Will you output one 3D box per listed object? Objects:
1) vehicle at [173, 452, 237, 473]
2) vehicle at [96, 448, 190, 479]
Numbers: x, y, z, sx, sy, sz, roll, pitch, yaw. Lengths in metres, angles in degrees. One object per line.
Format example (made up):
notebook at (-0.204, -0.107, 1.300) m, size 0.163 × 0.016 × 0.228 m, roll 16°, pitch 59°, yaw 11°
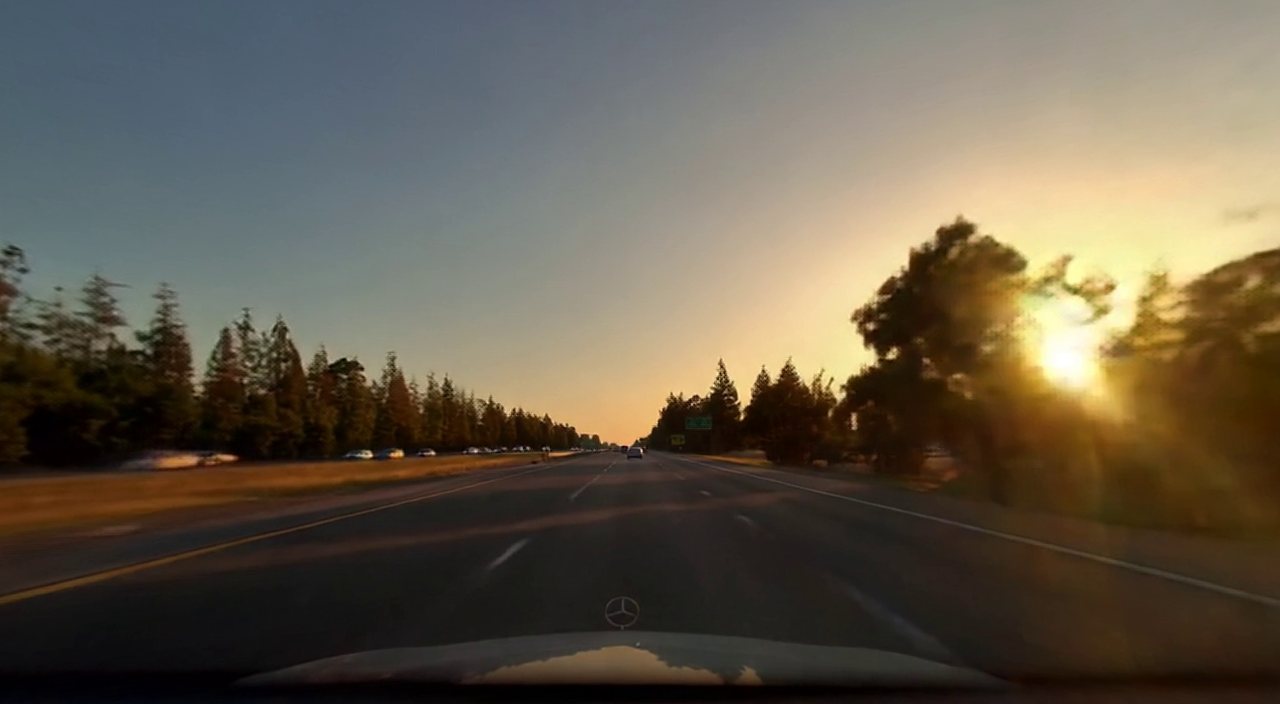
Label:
vehicle at (-32.606, 8.272, 47.502) m, size 1.805 × 1.464 × 4.189 m, roll 0°, pitch -9°, yaw 0°
vehicle at (-28.342, 6.342, 36.240) m, size 1.847 × 1.617 × 4.365 m, roll 0°, pitch -9°, yaw 0°
